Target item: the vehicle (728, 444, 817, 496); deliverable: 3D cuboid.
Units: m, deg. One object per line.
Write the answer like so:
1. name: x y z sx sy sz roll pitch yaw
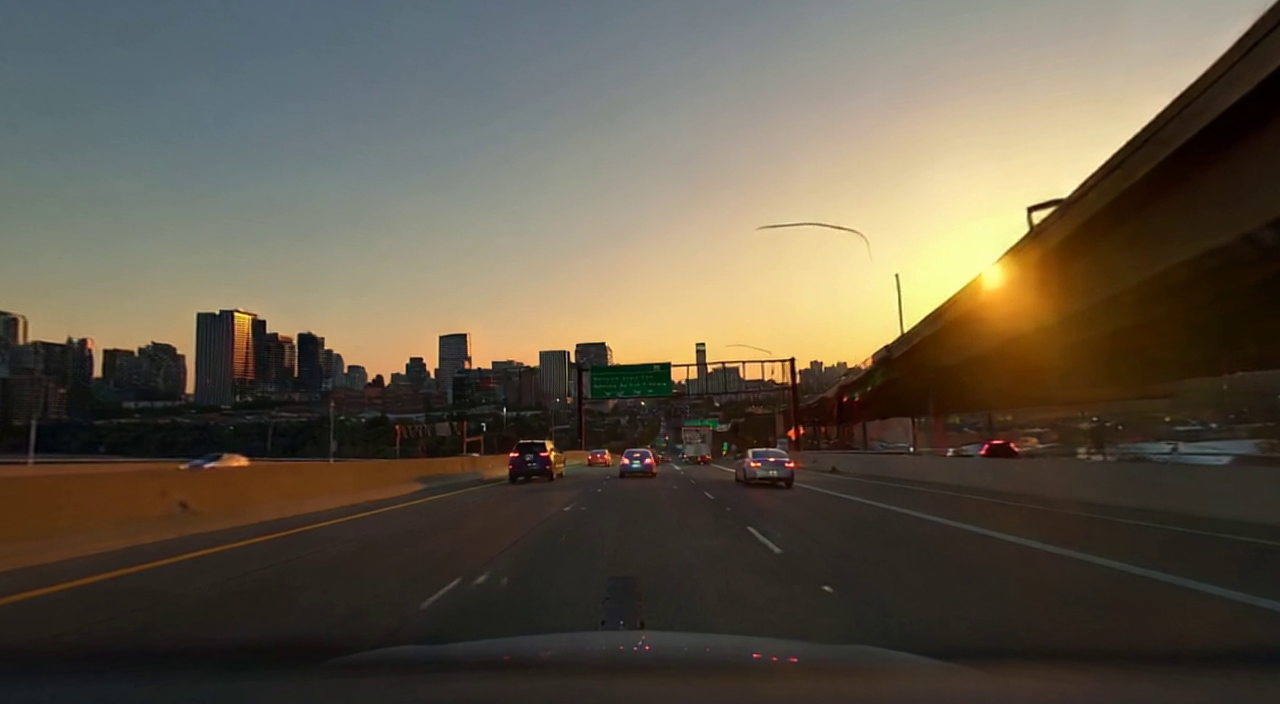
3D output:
1. vehicle: 4.128 3.735 20.371 1.974 1.490 3.994 0 -9 -1

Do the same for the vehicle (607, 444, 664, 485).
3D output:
1. vehicle: -0.131 4.479 25.399 2.089 1.493 3.964 0 -9 1

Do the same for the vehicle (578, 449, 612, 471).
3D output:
1. vehicle: -3.152 7.637 44.704 1.868 1.431 4.055 0 -9 3

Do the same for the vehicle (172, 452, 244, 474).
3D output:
1. vehicle: -32.503 8.345 47.541 1.808 1.518 4.830 -2 -9 3

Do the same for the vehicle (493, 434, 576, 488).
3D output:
1. vehicle: -3.841 4.076 23.859 2.142 1.819 4.648 0 -9 3
